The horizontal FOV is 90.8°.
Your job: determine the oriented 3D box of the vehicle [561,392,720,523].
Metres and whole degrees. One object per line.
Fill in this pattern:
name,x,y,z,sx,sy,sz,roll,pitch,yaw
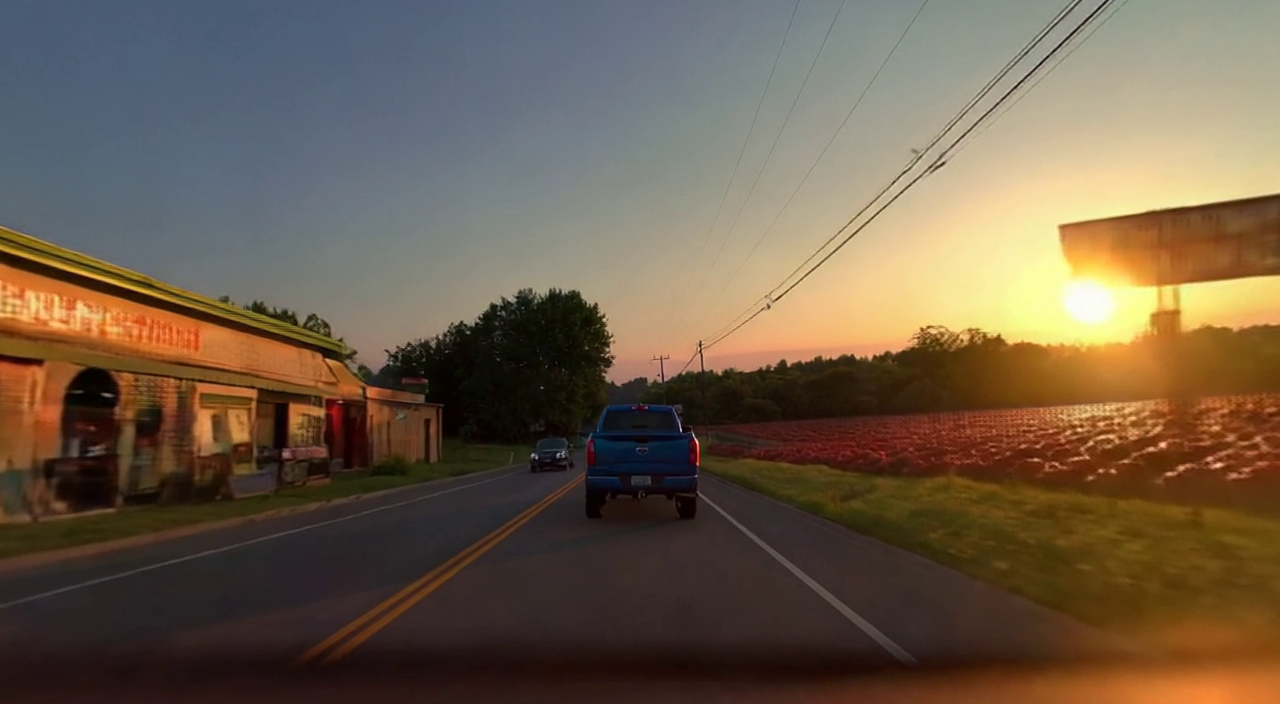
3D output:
vehicle,-0.071,2.226,13.794,2.693,2.223,5.885,0,-8,-2

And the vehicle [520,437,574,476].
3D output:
vehicle,-4.604,5.245,31.918,2.081,1.681,4.325,-3,-8,-1
